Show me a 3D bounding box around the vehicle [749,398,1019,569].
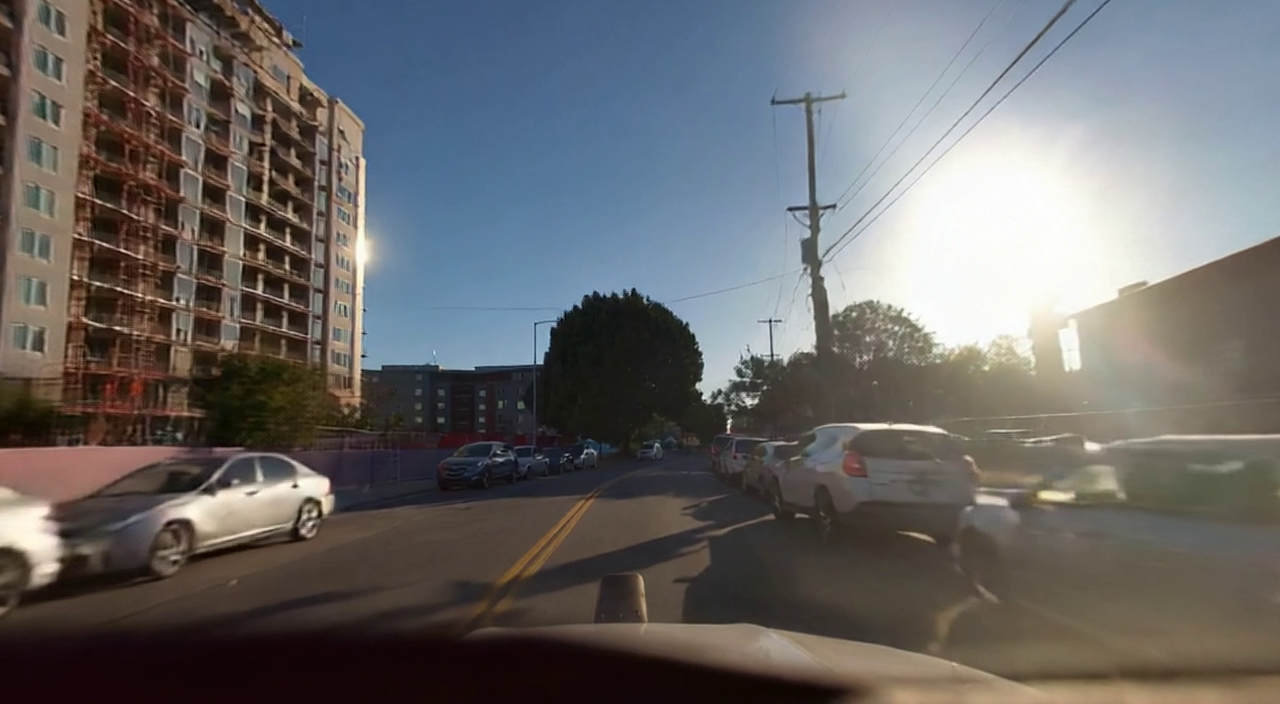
[{"bbox_3d":[3.108,1.811,9.393,2.000,1.871,4.797,0,-9,-1],"label":"vehicle"}]

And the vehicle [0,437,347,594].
[{"bbox_3d":[-6.174,2.041,8.887,2.039,1.591,4.671,0,-9,-3],"label":"vehicle"}]

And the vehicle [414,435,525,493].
[{"bbox_3d":[-6.139,4.128,23.604,2.194,1.861,5.725,-1,-9,4],"label":"vehicle"}]

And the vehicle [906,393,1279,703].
[{"bbox_3d":[3.678,1.150,3.742,2.017,1.600,4.965,0,-9,0],"label":"vehicle"}]
